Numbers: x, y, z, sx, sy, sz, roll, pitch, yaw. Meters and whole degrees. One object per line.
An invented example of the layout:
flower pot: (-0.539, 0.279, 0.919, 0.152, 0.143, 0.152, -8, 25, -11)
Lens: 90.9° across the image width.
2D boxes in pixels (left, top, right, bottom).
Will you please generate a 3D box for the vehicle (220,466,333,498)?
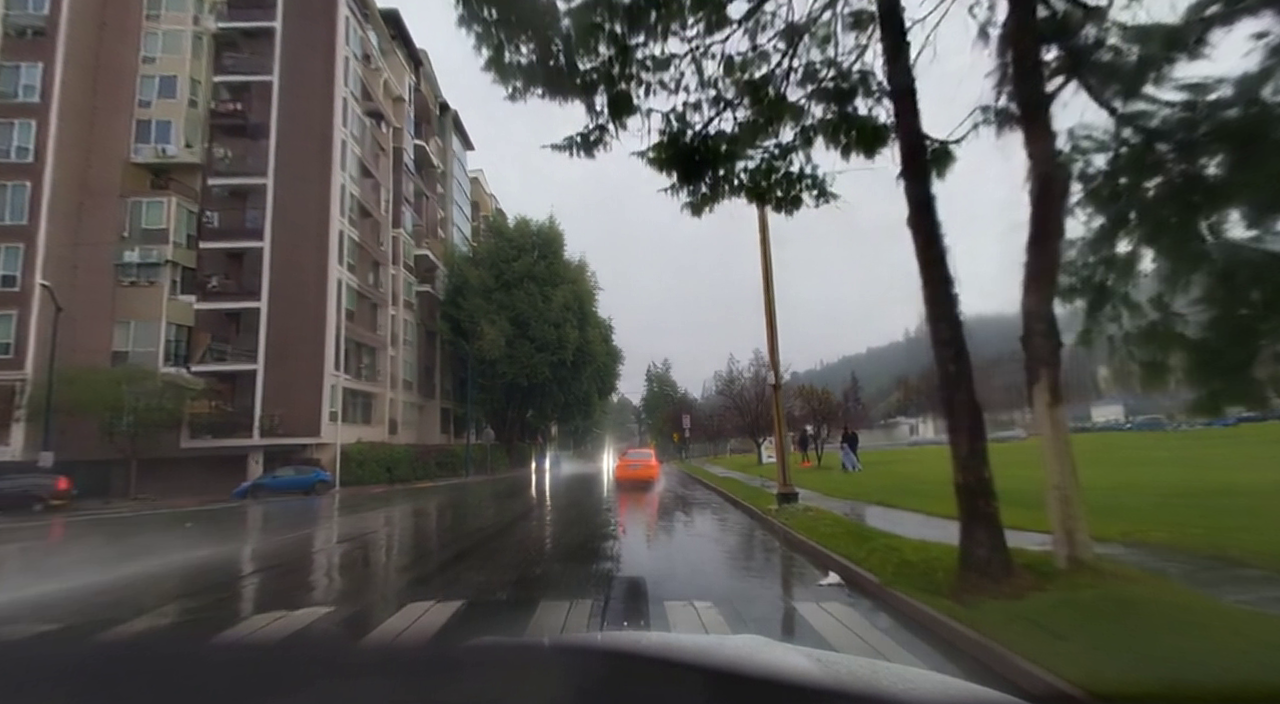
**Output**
vehicle: (-18.882, 6.718, 32.867, 2.116, 1.409, 4.607, -9, -12, 43)

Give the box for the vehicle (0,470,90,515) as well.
vehicle: (-25.515, 5.748, 25.898, 2.038, 1.618, 4.086, -9, -12, 43)

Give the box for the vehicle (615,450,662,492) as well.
vehicle: (-0.057, 4.182, 22.248, 1.559, 1.351, 2.452, -1, -10, 0)
